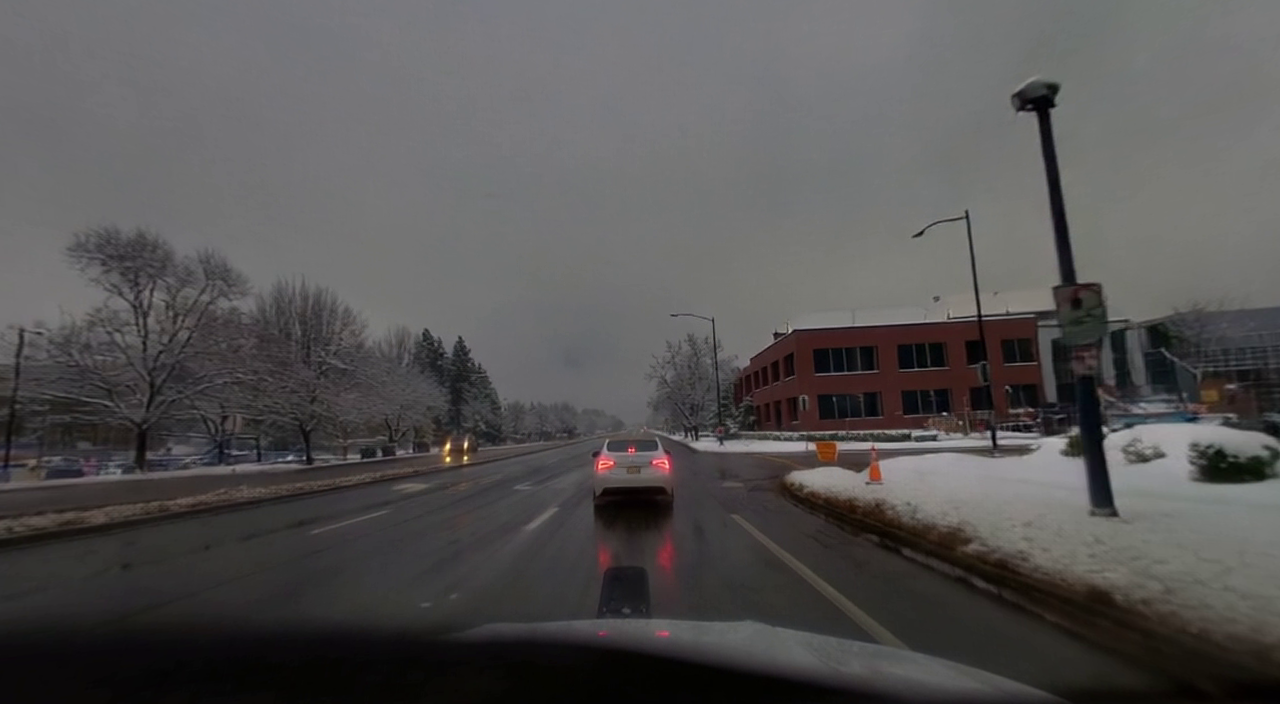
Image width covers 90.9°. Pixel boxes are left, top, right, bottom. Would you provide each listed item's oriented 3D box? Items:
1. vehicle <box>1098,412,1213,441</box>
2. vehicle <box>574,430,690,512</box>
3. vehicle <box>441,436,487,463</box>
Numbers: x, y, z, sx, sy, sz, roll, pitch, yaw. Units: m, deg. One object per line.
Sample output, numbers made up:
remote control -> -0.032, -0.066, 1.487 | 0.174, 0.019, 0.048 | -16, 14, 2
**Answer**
vehicle -> 27.809, 4.077, 34.117 | 4.455, 1.494, 1.926 | 0, -9, 1
vehicle -> -0.143, 2.489, 13.618 | 2.112, 1.482, 4.076 | 0, -8, 0
vehicle -> -10.369, 5.702, 36.916 | 2.072, 1.465, 4.394 | 3, -9, -22
